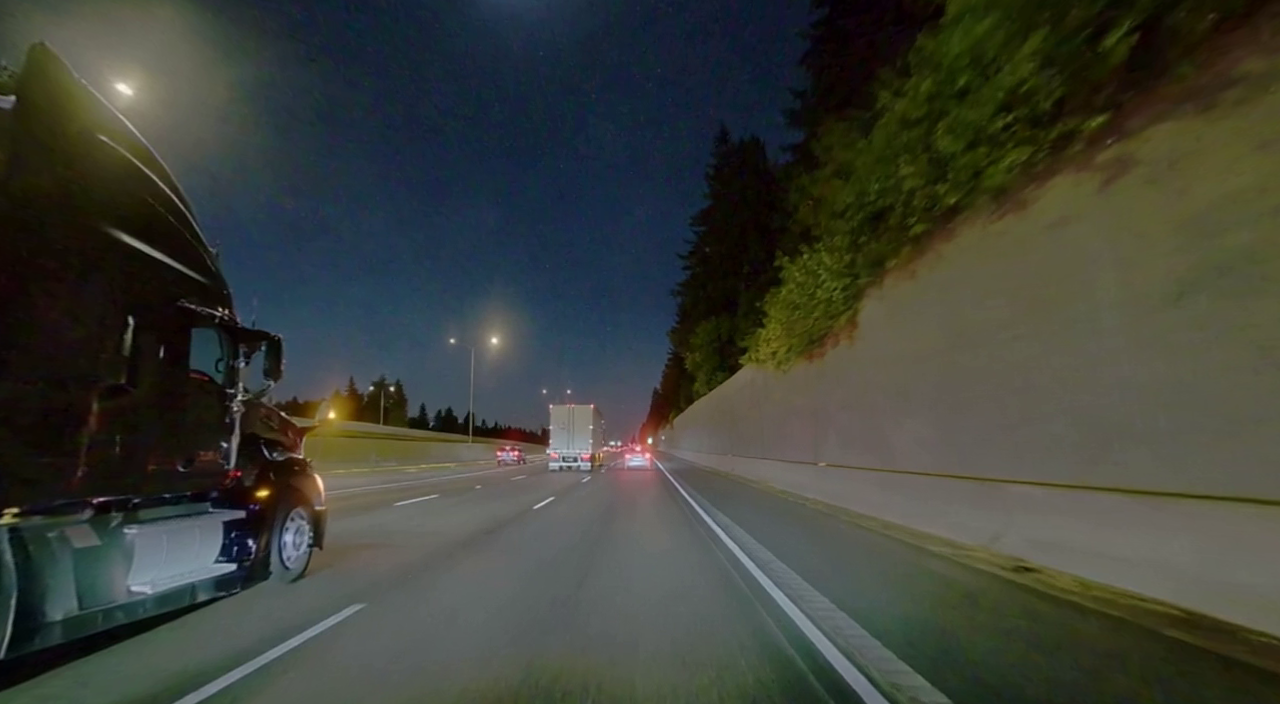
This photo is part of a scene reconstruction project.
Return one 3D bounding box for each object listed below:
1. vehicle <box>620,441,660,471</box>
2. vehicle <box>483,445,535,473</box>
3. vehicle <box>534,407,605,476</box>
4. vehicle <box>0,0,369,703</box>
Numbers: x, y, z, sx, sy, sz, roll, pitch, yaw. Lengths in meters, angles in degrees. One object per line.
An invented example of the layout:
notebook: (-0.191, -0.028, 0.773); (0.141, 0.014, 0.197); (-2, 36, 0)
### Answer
vehicle: (0.031, 6.014, 36.674); (2.178, 1.640, 4.071); (0, -9, 1)
vehicle: (-7.246, 5.945, 35.188); (1.962, 1.489, 4.002); (0, -9, 1)
vehicle: (-3.730, 5.088, 35.641); (2.956, 3.331, 9.575); (0, -9, 0)
vehicle: (-3.793, -0.107, 0.268); (3.025, 3.266, 9.256); (0, -9, 1)
